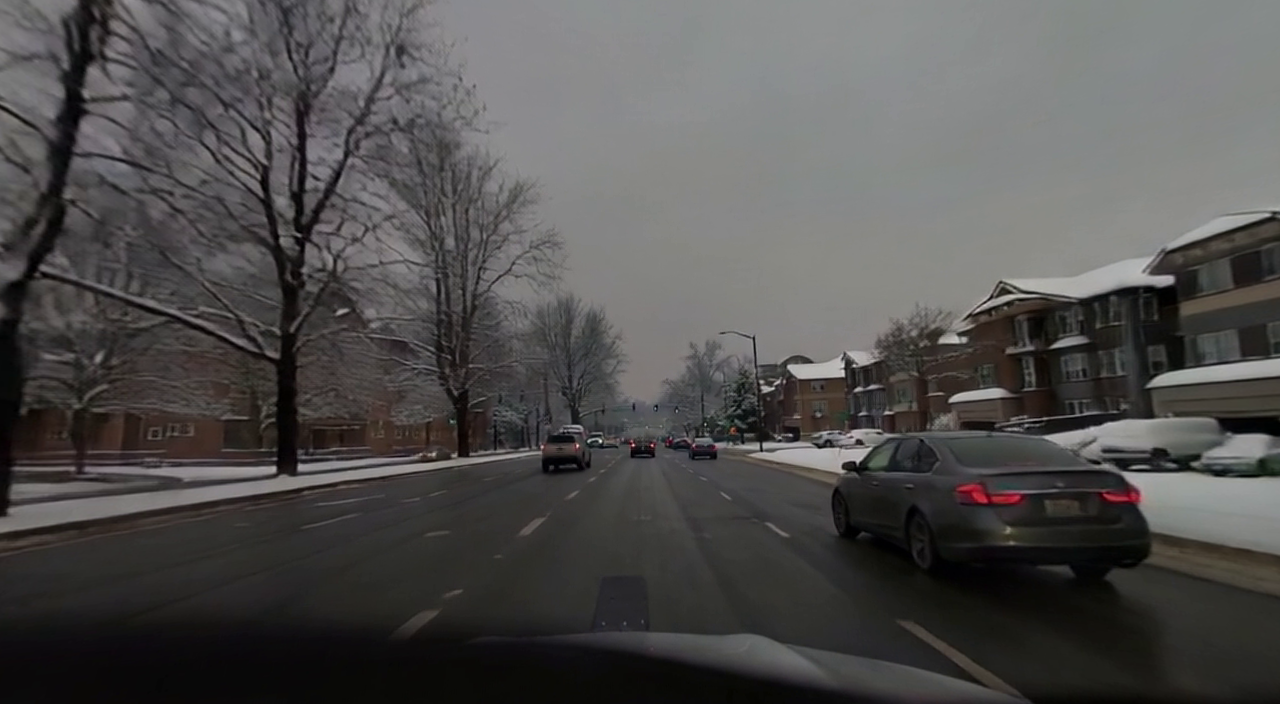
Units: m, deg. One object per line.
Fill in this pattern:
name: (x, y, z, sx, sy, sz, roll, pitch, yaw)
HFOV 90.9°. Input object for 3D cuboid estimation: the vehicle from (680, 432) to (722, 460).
vehicle: (3.787, 5.961, 39.795, 2.137, 1.646, 4.488, 0, -9, -1)

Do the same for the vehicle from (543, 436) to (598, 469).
vehicle: (-3.326, 4.911, 31.053, 2.049, 1.485, 4.656, 0, -9, 1)

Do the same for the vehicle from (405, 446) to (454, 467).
vehicle: (-15.299, 7.605, 46.113, 1.901, 1.438, 4.557, 0, -9, 1)

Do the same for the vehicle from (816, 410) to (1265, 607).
vehicle: (3.725, 1.547, 7.187, 2.128, 1.502, 4.572, 0, -9, 0)
